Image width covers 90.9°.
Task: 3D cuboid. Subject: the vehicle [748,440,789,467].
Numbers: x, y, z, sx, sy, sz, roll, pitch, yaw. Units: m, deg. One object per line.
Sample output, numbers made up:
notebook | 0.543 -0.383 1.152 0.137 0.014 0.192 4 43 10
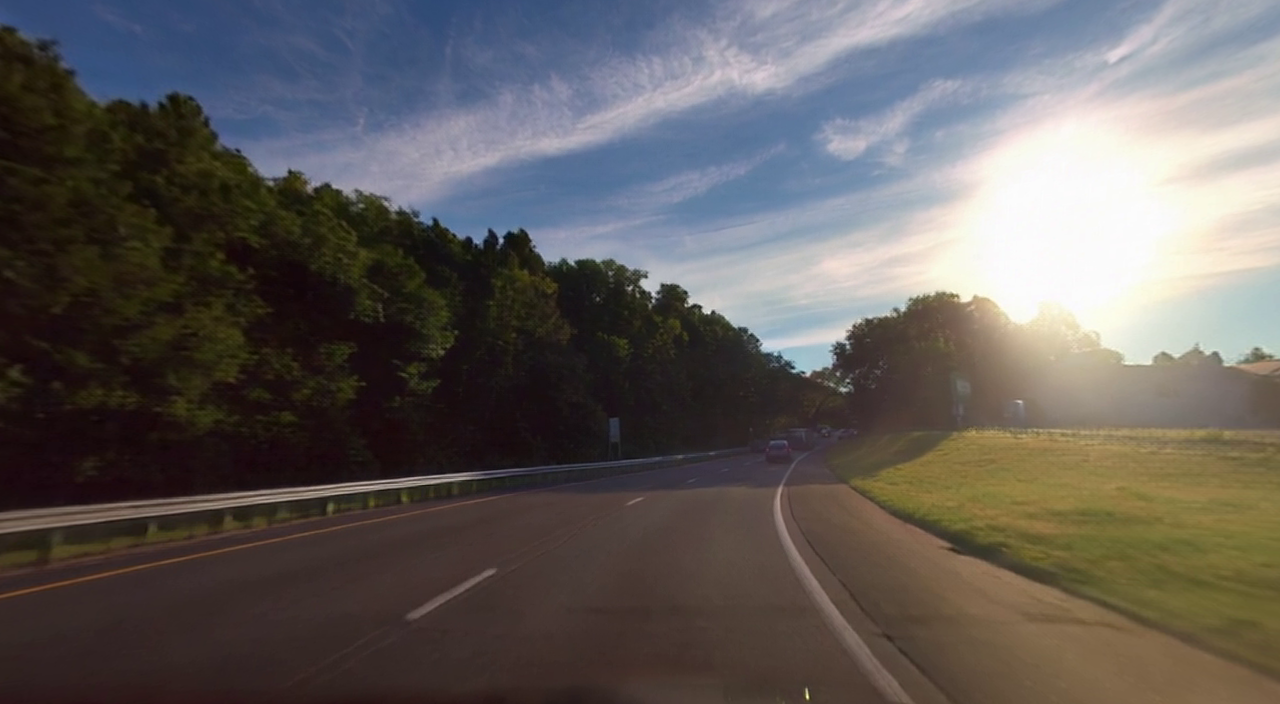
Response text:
vehicle | 8.587 6.713 41.825 2.221 1.674 4.325 -3 -9 16
